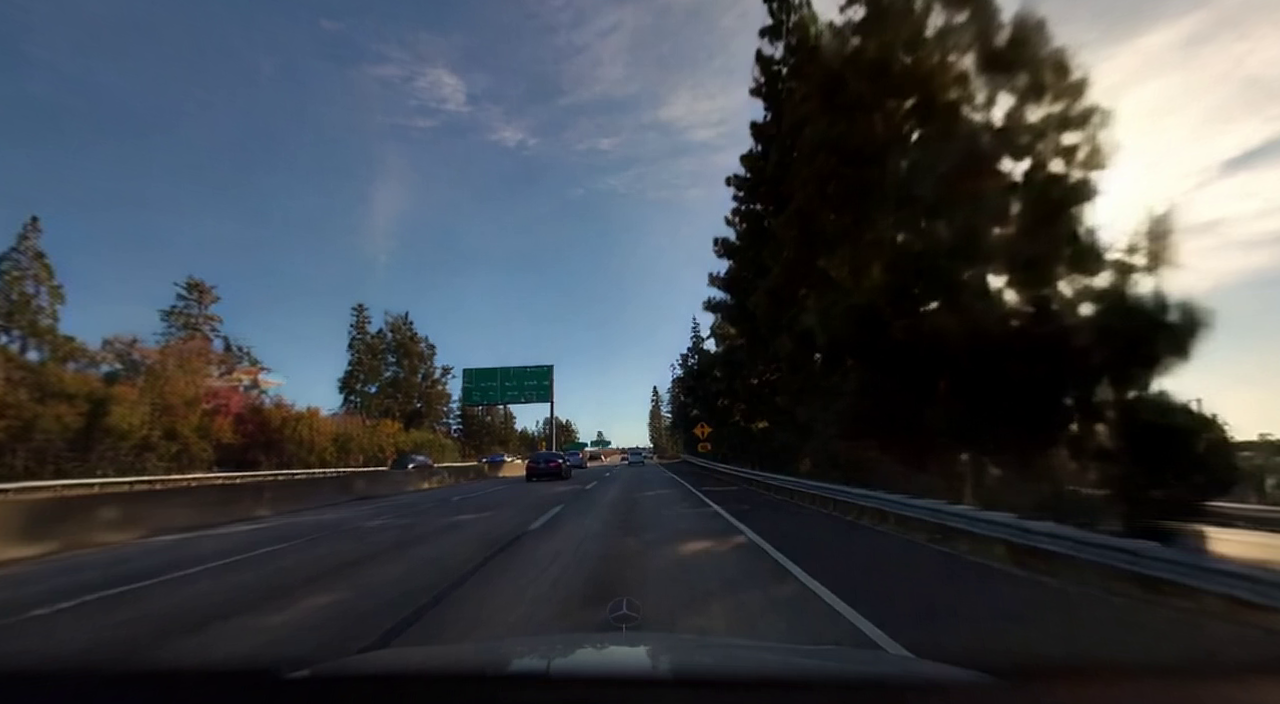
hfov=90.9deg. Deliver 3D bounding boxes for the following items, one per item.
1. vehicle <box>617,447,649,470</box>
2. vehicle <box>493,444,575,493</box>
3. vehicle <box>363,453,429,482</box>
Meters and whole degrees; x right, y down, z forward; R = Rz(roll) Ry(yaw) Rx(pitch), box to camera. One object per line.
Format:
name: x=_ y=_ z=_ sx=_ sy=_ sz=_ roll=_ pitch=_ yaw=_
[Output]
vehicle: x=-0.519 y=7.387 z=44.073 sx=2.100 sy=1.471 sz=3.956 roll=0 pitch=-8 yaw=-1
vehicle: x=-3.609 y=4.037 z=22.321 sx=2.067 sy=1.509 sz=4.551 roll=0 pitch=-8 yaw=1
vehicle: x=-13.610 y=6.447 z=35.459 sx=1.854 sy=1.459 sz=4.565 roll=0 pitch=-8 yaw=0
